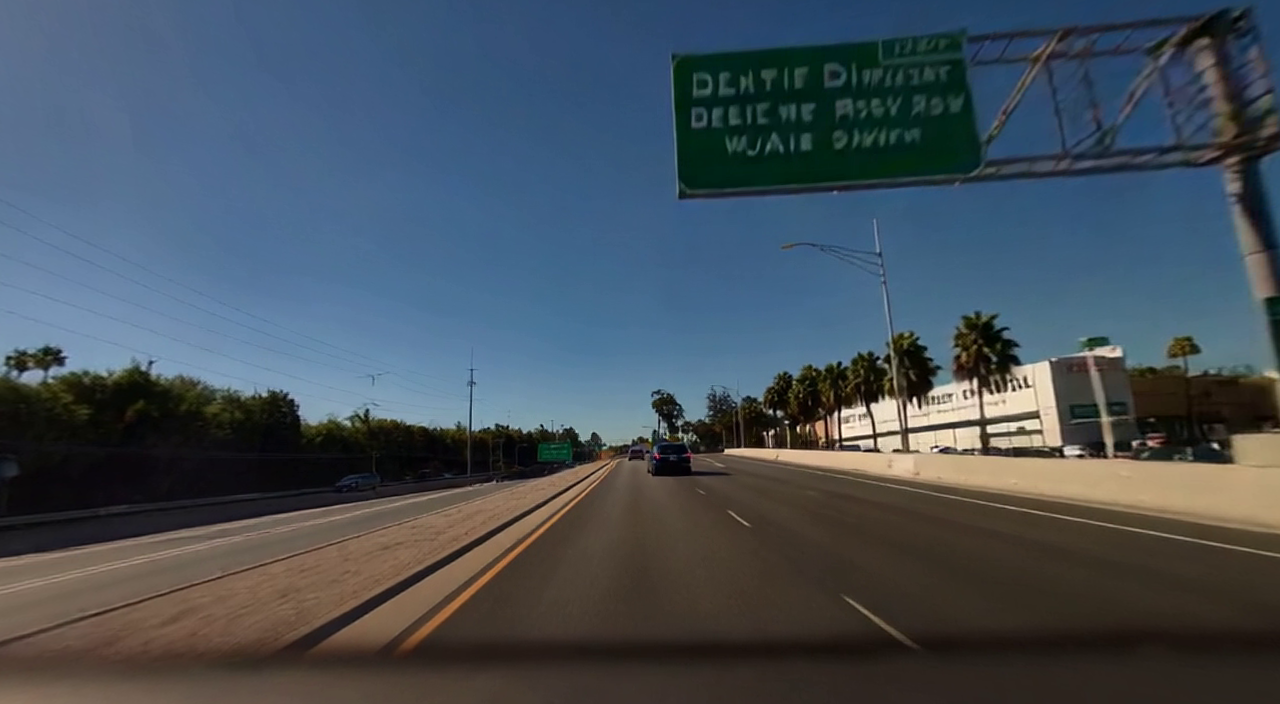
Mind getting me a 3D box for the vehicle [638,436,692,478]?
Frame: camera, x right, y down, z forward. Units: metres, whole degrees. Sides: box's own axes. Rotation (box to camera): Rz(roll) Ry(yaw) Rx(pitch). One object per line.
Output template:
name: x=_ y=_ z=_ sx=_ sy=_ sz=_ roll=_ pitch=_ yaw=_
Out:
vehicle: x=1.068 y=4.779 z=28.812 sx=2.089 sy=1.718 sz=4.193 roll=0 pitch=-9 yaw=-3
